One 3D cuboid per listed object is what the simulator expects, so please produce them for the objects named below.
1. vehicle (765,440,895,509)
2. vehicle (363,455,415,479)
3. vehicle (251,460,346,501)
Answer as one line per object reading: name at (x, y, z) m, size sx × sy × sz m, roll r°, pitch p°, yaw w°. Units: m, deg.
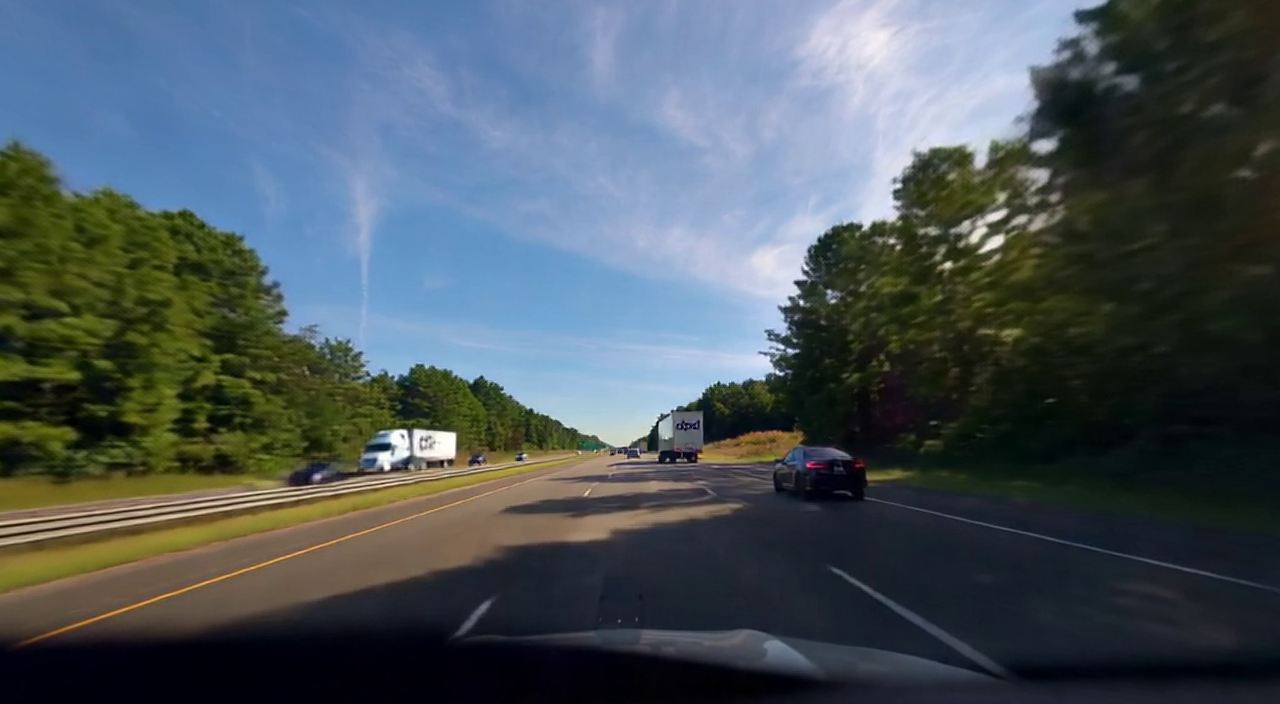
vehicle at (4.510, 2.952, 15.574) m, size 1.910 × 1.474 × 3.776 m, roll 0°, pitch -9°, yaw -2°
vehicle at (-17.036, 7.796, 42.910) m, size 1.841 × 1.468 × 4.174 m, roll 0°, pitch -9°, yaw 0°
vehicle at (-13.300, 4.994, 24.713) m, size 1.744 × 1.368 × 3.580 m, roll 0°, pitch -9°, yaw -1°
